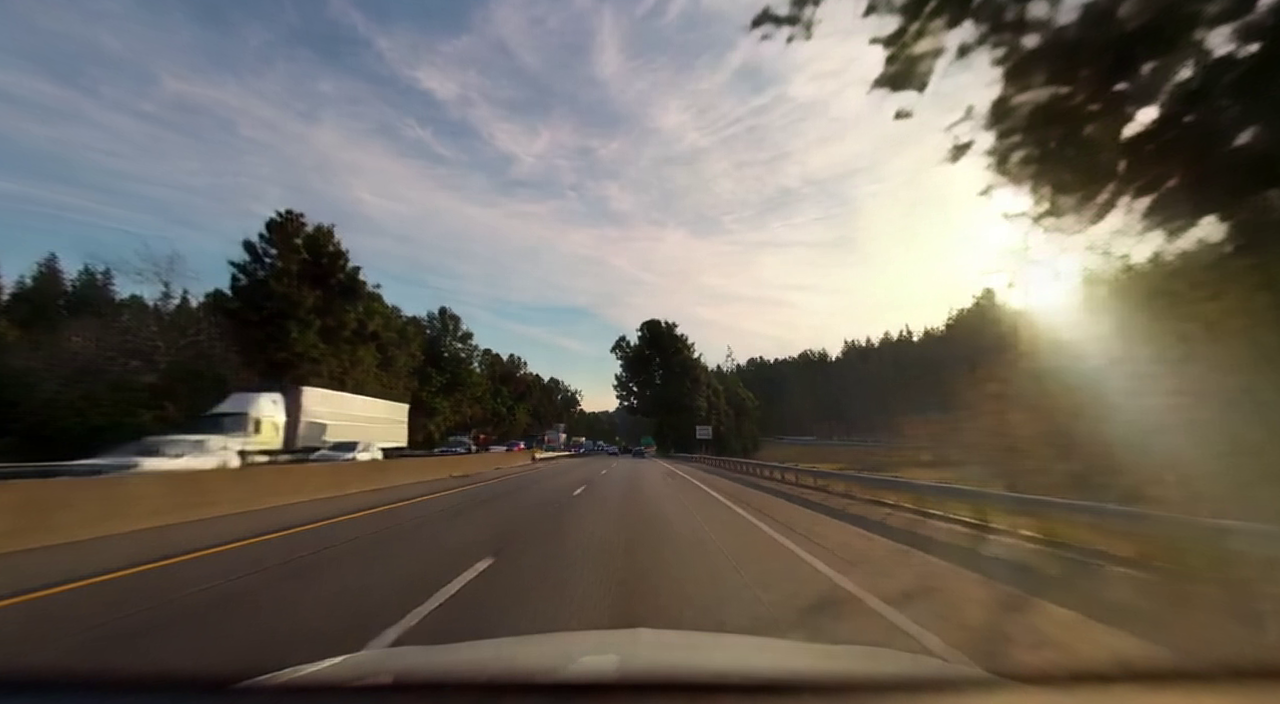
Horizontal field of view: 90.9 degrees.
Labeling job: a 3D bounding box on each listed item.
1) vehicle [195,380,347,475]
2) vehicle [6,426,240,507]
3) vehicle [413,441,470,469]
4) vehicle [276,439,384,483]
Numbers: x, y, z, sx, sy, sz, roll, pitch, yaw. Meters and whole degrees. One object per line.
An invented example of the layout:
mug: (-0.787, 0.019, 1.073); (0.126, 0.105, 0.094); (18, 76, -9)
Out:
vehicle: (-17.260, 3.719, 30.186); (3.168, 4.049, 6.561); (0, -9, -1)
vehicle: (-12.644, 2.829, 15.930); (1.932, 1.742, 4.577); (0, -9, 1)
vehicle: (-12.661, 6.601, 40.512); (1.919, 1.636, 5.221); (0, -9, 0)
vehicle: (-12.315, 4.353, 25.406); (1.995, 1.557, 4.654); (0, -9, 0)
